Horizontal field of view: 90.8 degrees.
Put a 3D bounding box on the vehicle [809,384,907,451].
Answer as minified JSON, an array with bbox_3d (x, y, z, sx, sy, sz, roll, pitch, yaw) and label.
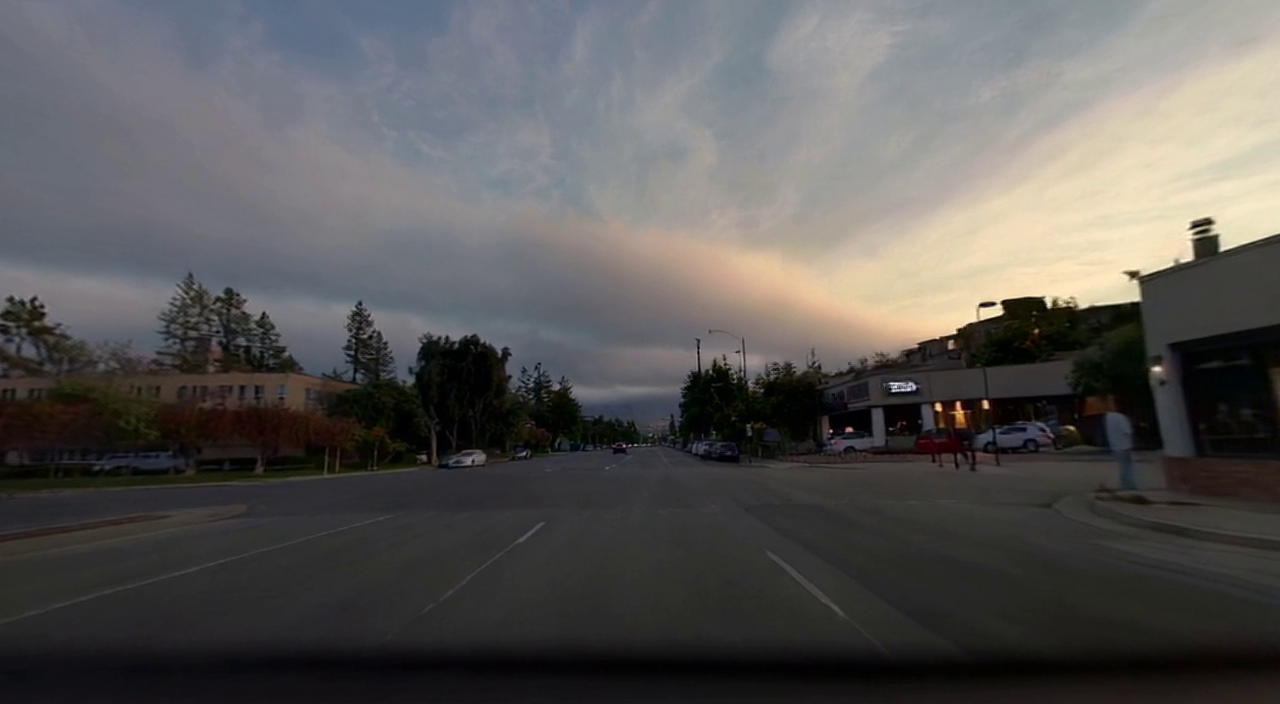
[{"bbox_3d":[15.951,4.864,45.772,9.886,4.618,0.062,5,-10,-30],"label":"vehicle"}]

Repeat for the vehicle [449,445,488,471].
[{"bbox_3d":[-11.793,7.285,43.570,1.813,1.727,3.009,0,-9,1],"label":"vehicle"}]

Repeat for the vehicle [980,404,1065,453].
[{"bbox_3d":[25.907,5.300,43.122,4.543,3.105,4.010,-5,-10,28],"label":"vehicle"}]
